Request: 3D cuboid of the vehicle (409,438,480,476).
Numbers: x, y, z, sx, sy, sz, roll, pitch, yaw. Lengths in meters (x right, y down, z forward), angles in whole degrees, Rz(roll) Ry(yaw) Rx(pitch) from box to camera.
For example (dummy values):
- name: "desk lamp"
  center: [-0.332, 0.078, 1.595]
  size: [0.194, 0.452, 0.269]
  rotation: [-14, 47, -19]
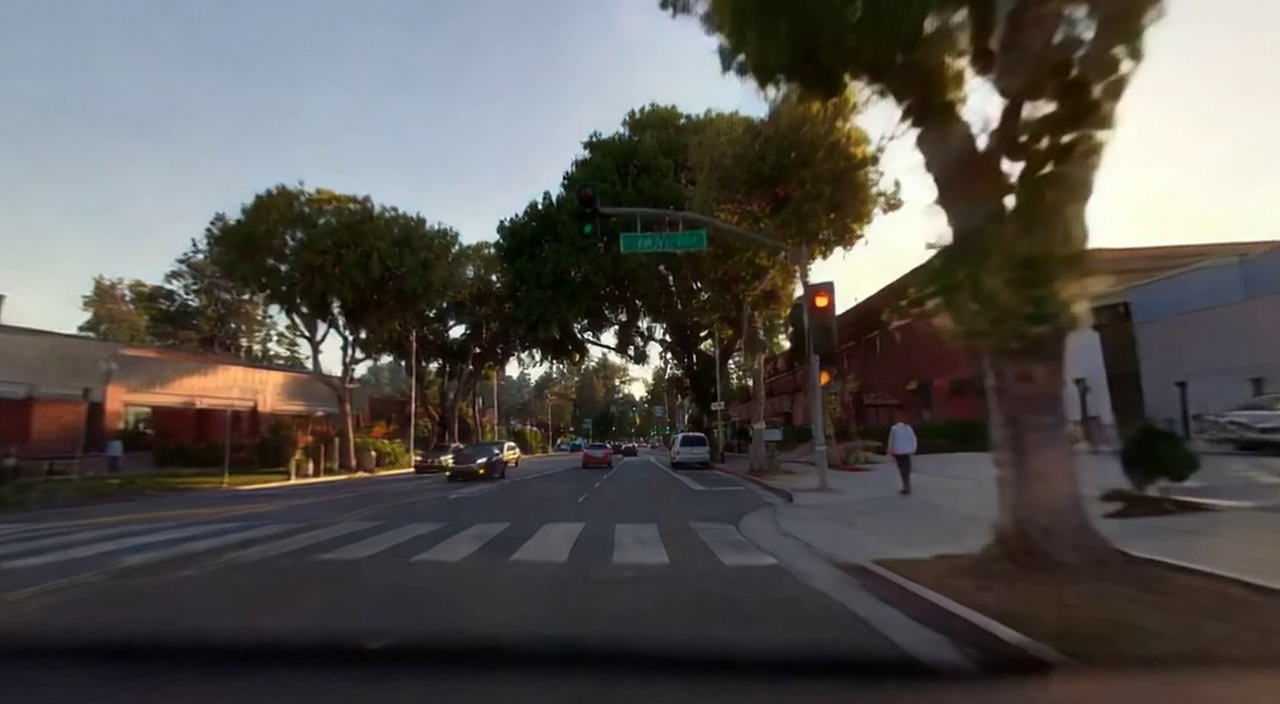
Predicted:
- name: "vehicle"
  center: [-10.155, 5.465, 33.269]
  size: [2.116, 1.817, 4.964]
  rotation: [0, -8, 1]

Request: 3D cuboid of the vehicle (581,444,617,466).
- name: "vehicle"
  center: [-2.885, 7.349, 45.296]
  size: [2.122, 1.469, 4.388]
  rotation: [0, -8, 2]

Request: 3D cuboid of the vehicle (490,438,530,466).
- name: "vehicle"
  center: [-10.104, 7.808, 49.506]
  size: [2.088, 2.031, 4.616]
  rotation: [0, -8, 1]

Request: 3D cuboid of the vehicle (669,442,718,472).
- name: "vehicle"
  center: [2.772, 5.588, 33.829]
  size: [2.034, 1.491, 4.618]
  rotation: [0, -8, -3]
